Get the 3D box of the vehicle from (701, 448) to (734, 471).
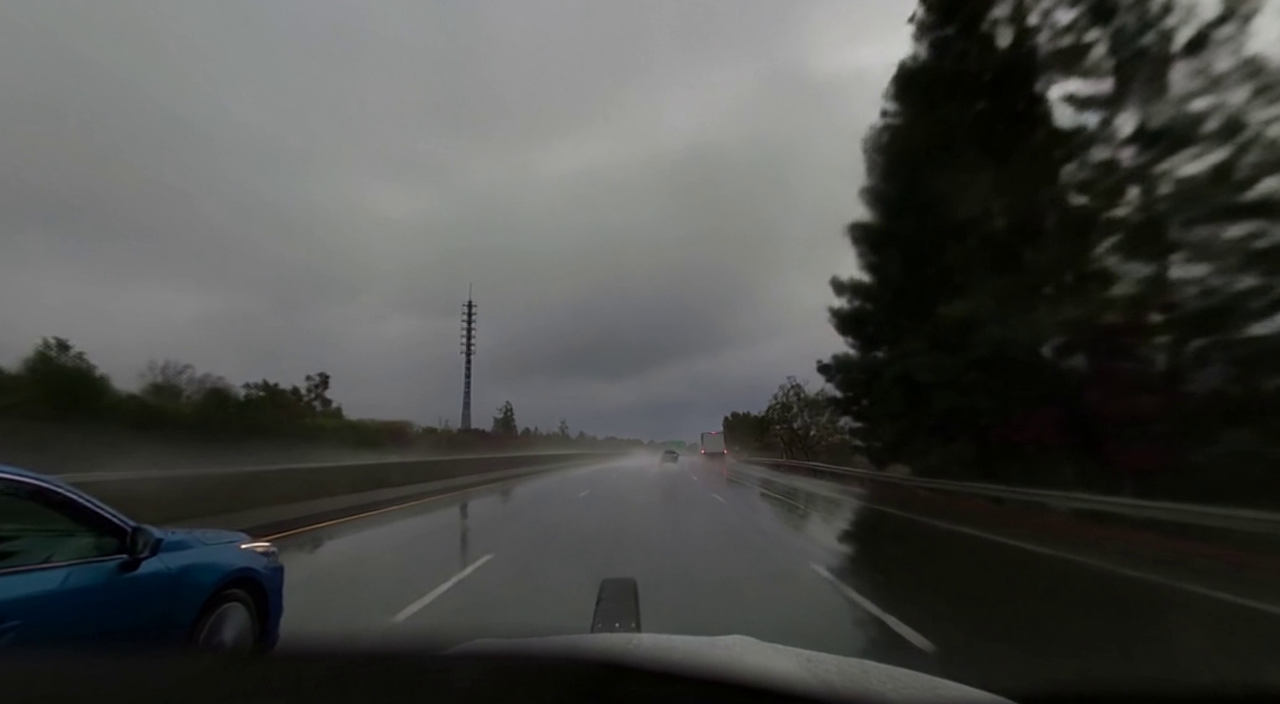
[{"bbox_3d":[5.487,7.647,44.994,2.030,1.526,4.165,0,-9,3],"label":"vehicle"}]
